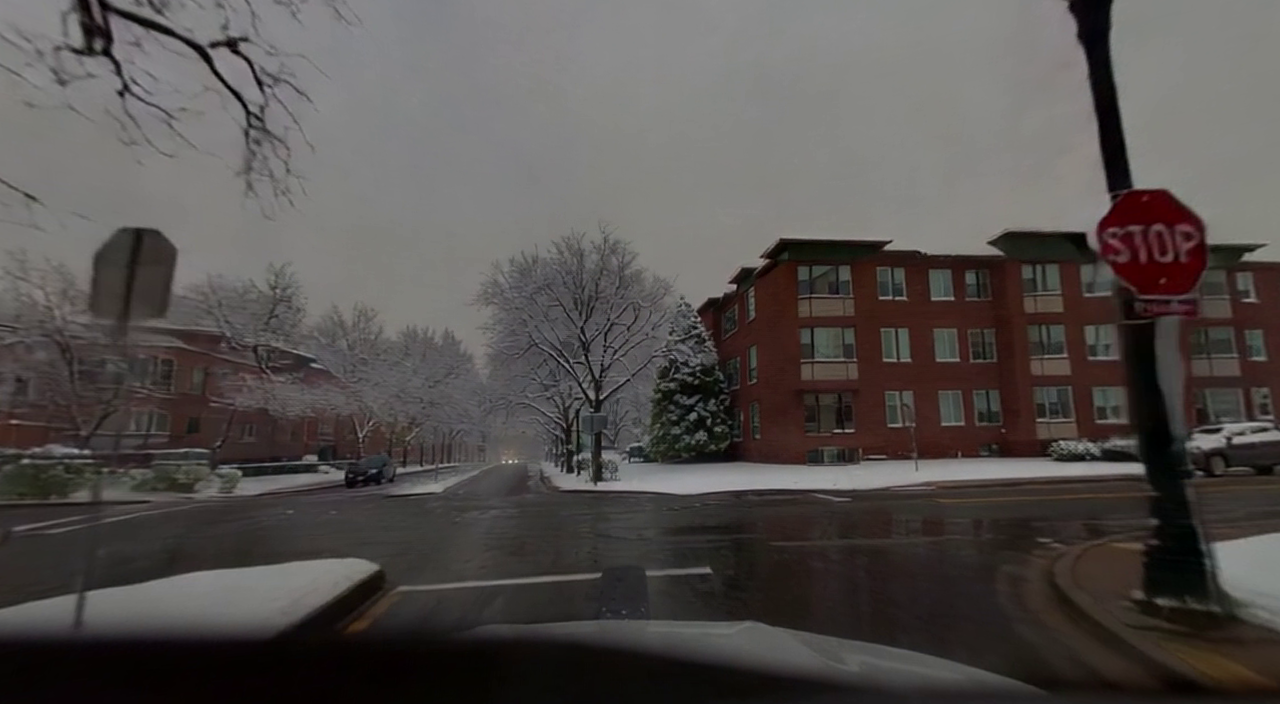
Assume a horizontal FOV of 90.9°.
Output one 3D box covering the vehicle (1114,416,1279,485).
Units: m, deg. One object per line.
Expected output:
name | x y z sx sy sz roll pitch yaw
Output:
vehicle | 18.455 3.072 19.746 5.213 1.850 2.126 -4 -11 4

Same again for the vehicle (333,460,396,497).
vehicle | -13.357 6.134 30.843 2.027 1.475 4.522 0 -8 -13
